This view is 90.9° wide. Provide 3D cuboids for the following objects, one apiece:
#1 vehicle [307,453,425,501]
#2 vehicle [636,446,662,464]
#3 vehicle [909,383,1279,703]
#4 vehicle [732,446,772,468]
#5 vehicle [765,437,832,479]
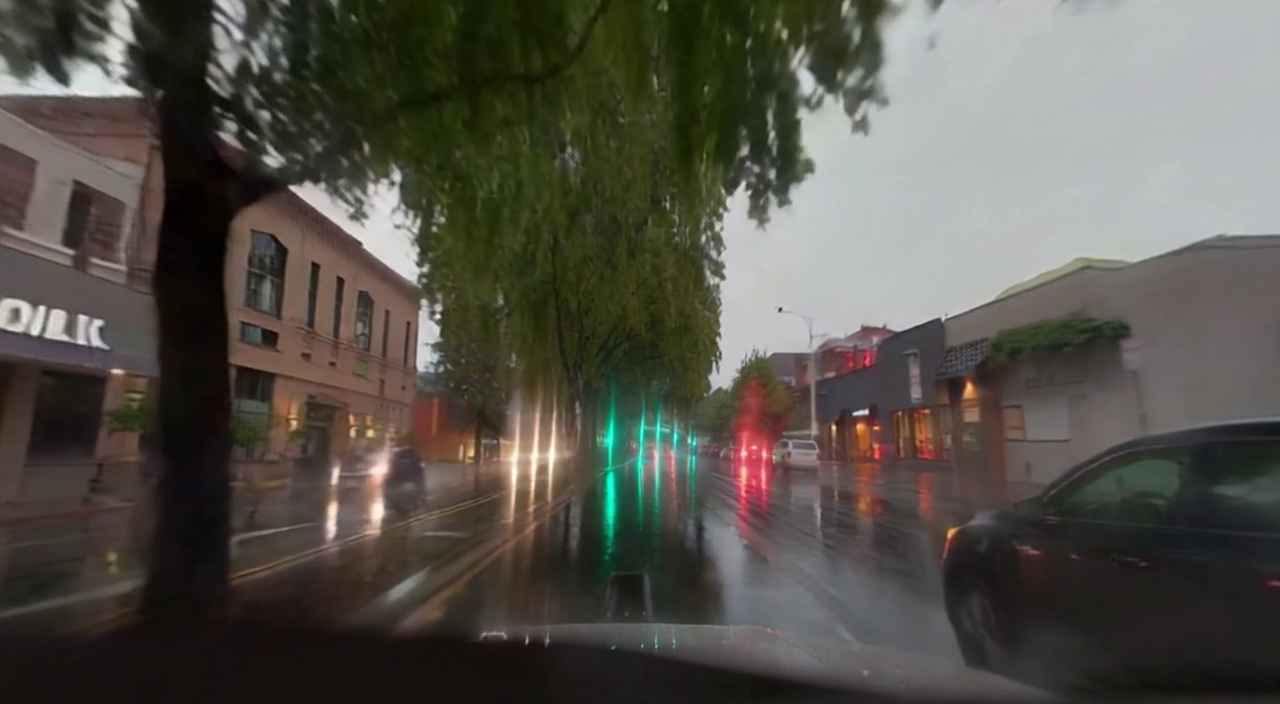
[{"bbox_3d":[-8.395,3.838,19.803,1.748,1.278,4.300,0,-8,0],"label":"vehicle"},{"bbox_3d":[0.660,7.833,48.057,1.945,1.343,3.827,0,-8,0],"label":"vehicle"},{"bbox_3d":[2.887,0.914,2.332,1.989,1.498,4.050,0,-8,0],"label":"vehicle"},{"bbox_3d":[7.602,7.135,43.090,1.874,1.438,4.466,0,-8,-1],"label":"vehicle"},{"bbox_3d":[7.544,5.068,30.431,2.050,1.838,4.535,0,-8,0],"label":"vehicle"}]
